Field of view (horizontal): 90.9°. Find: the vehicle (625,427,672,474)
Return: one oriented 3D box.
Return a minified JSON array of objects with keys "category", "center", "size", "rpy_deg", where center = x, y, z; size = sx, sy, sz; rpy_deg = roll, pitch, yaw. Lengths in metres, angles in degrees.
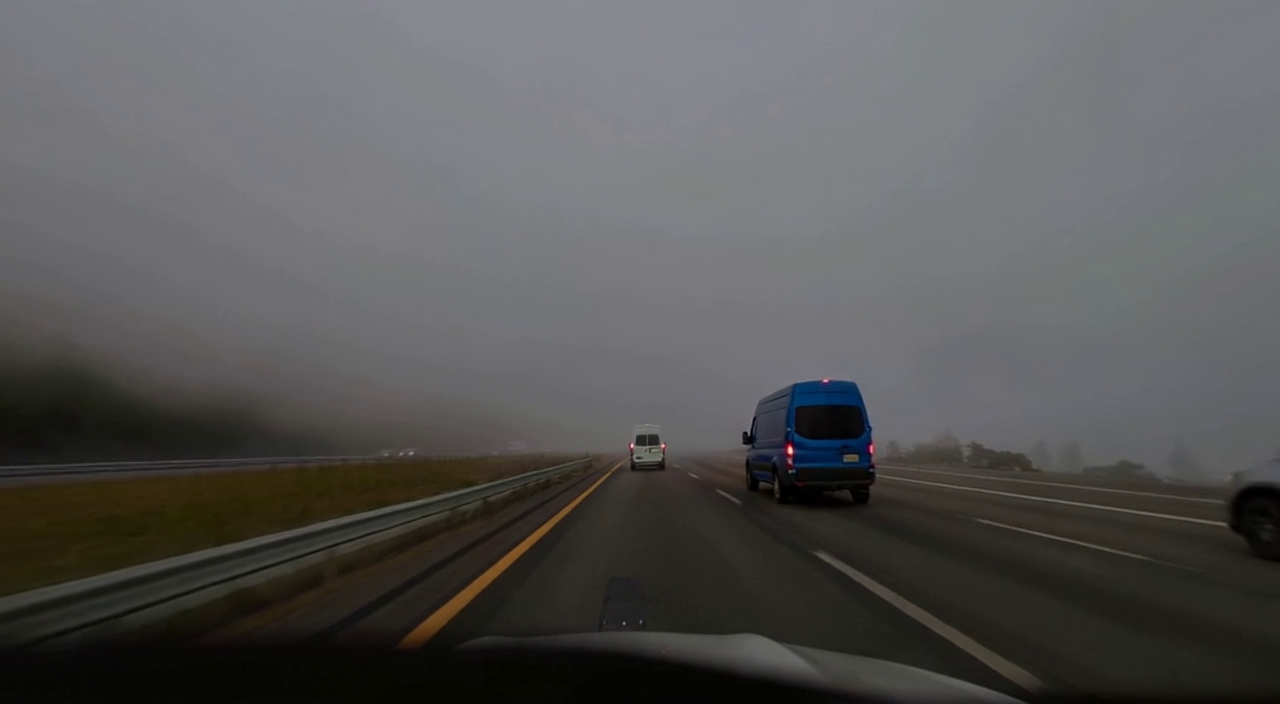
[{"category":"vehicle","center":[0.391,4.794,30.862],"size":[2.131,2.122,4.473],"rpy_deg":[0,-8,0]}]

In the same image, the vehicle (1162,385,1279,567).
[{"category":"vehicle","center":[7.946,1.174,5.714],"size":[2.240,1.925,4.854],"rpy_deg":[0,-8,0]}]

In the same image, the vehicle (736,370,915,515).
[{"category":"vehicle","center":[3.893,2.117,14.791],"size":[2.302,2.670,6.176],"rpy_deg":[0,-8,0]}]
